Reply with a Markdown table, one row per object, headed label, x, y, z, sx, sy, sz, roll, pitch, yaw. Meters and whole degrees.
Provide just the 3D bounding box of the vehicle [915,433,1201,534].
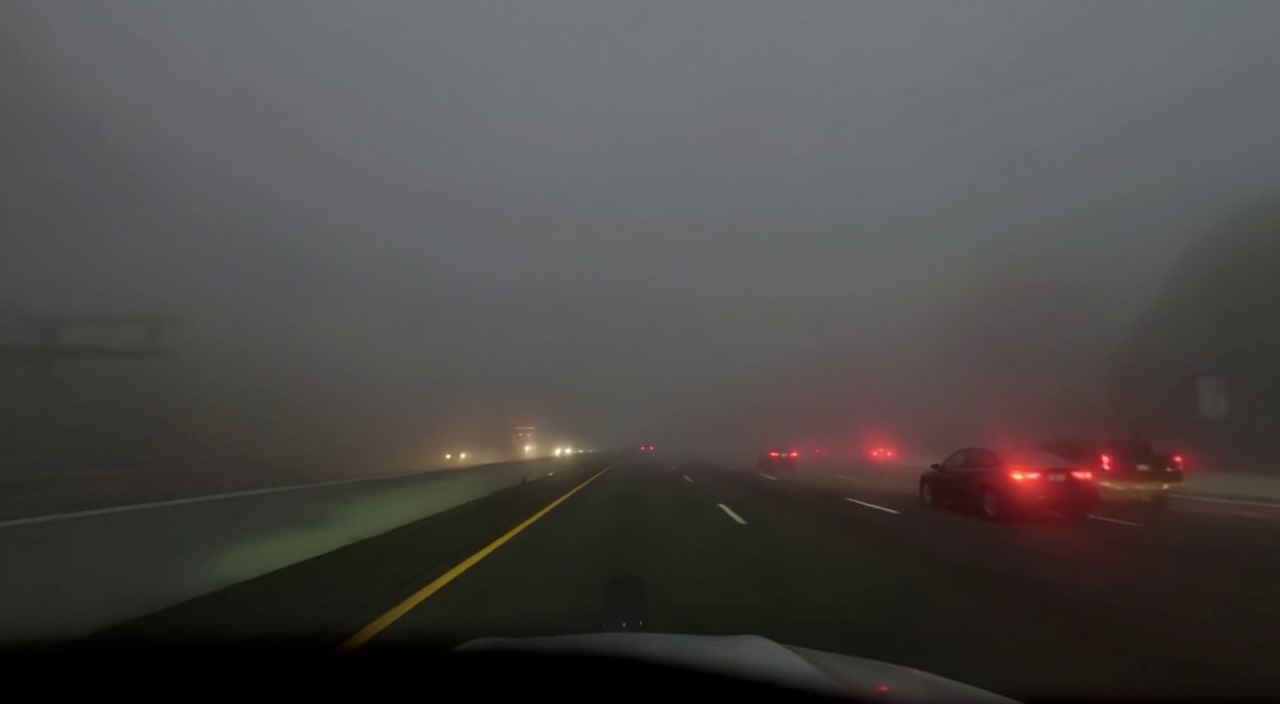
| label | x | y | z | sx | sy | sz | roll | pitch | yaw |
| --- | --- | --- | --- | --- | --- | --- | --- | --- | --- |
| vehicle | 7.437 | 2.351 | 12.067 | 2.093 | 1.525 | 4.865 | 0 | -8 | -1 |
